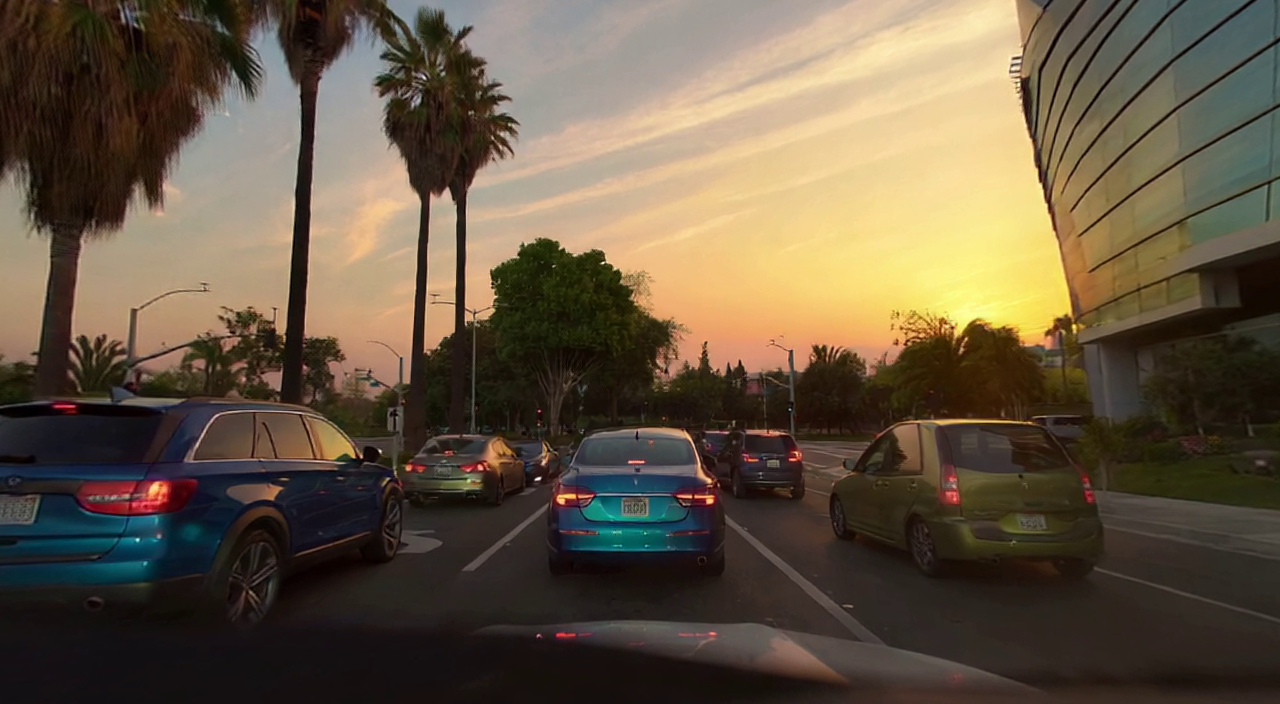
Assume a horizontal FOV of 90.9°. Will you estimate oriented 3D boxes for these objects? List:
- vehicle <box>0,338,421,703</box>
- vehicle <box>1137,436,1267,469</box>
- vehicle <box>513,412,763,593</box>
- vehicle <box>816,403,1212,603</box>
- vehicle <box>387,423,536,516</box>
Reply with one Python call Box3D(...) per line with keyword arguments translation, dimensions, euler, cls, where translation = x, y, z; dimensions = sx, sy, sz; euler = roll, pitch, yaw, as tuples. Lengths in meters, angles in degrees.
Box3D(translation=(-3.542, 1.135, 5.075), dimensions=(2.014, 1.775, 4.404), euler=(0, -8, -1), cls="vehicle")
Box3D(translation=(25.446, 4.545, 28.653), dimensions=(4.014, 1.417, 1.777), euler=(-1, -8, 5), cls="vehicle")
Box3D(translation=(-0.057, 1.658, 7.824), dimensions=(2.219, 1.586, 4.321), euler=(0, -8, -1), cls="vehicle")
Box3D(translation=(3.835, 1.623, 7.685), dimensions=(2.064, 1.696, 4.431), euler=(0, -8, 0), cls="vehicle")
Box3D(translation=(-3.474, 2.354, 13.074), dimensions=(1.917, 1.631, 3.768), euler=(0, -8, 1), cls="vehicle")
